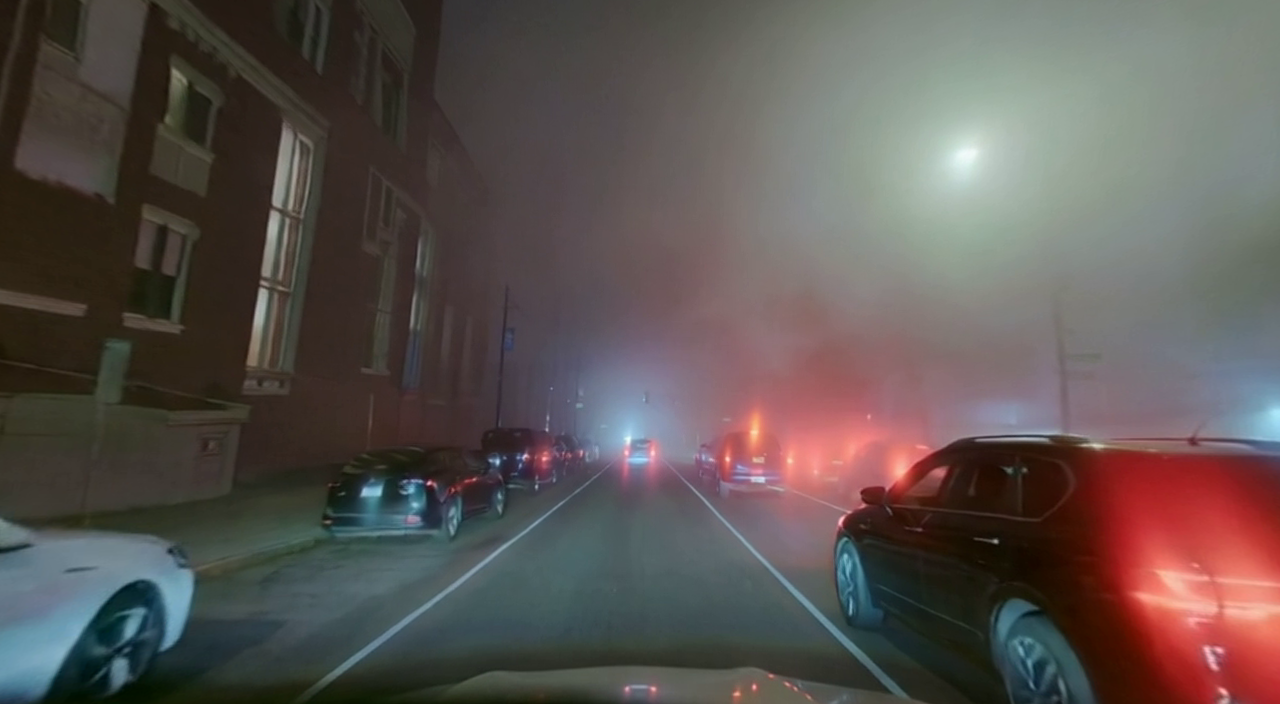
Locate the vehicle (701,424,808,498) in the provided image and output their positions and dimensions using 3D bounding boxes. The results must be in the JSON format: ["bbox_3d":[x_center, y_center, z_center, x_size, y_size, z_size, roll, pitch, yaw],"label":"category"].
[{"bbox_3d":[2.905,2.880,17.053,2.002,1.707,4.547,0,-8,-1],"label":"vehicle"}]

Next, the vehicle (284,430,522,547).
[{"bbox_3d":[-3.483,2.081,10.440,1.972,1.471,4.795,0,-8,2],"label":"vehicle"}]

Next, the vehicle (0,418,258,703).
[{"bbox_3d":[-3.611,0.925,1.961,1.954,1.462,4.407,0,-8,2],"label":"vehicle"}]

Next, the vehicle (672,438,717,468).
[{"bbox_3d":[2.806,5.338,33.420,1.966,1.475,4.528,0,-8,-1],"label":"vehicle"}]

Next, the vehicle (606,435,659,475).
[{"bbox_3d":[-0.280,4.151,25.577,2.007,1.460,3.923,0,-8,0],"label":"vehicle"}]

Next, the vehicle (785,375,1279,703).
[{"bbox_3d":[2.457,1.122,3.698,2.080,1.495,4.591,0,-8,0],"label":"vehicle"}]
